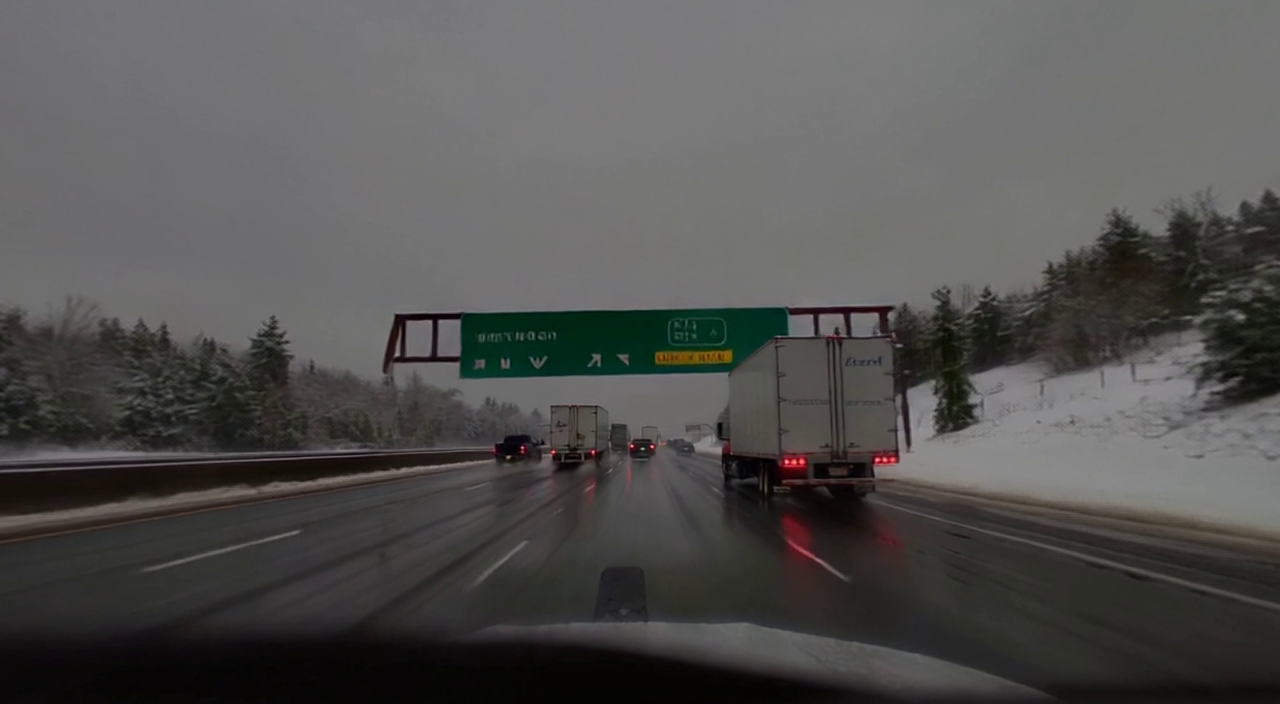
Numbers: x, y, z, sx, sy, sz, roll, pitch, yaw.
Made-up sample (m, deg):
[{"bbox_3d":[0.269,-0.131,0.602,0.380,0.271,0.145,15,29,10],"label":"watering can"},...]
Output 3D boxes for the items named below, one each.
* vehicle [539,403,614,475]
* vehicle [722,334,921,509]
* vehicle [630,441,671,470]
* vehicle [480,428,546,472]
[{"bbox_3d":[-2.940,4.381,31.519,2.745,3.156,7.608,0,-9,2],"label":"vehicle"},{"bbox_3d":[4.082,1.918,16.397,2.895,3.484,7.631,0,-9,0],"label":"vehicle"},{"bbox_3d":[0.561,5.600,34.278,2.105,1.502,4.068,0,-9,1],"label":"vehicle"},{"bbox_3d":[-6.824,5.347,34.596,2.322,2.195,5.556,0,-9,1],"label":"vehicle"}]
